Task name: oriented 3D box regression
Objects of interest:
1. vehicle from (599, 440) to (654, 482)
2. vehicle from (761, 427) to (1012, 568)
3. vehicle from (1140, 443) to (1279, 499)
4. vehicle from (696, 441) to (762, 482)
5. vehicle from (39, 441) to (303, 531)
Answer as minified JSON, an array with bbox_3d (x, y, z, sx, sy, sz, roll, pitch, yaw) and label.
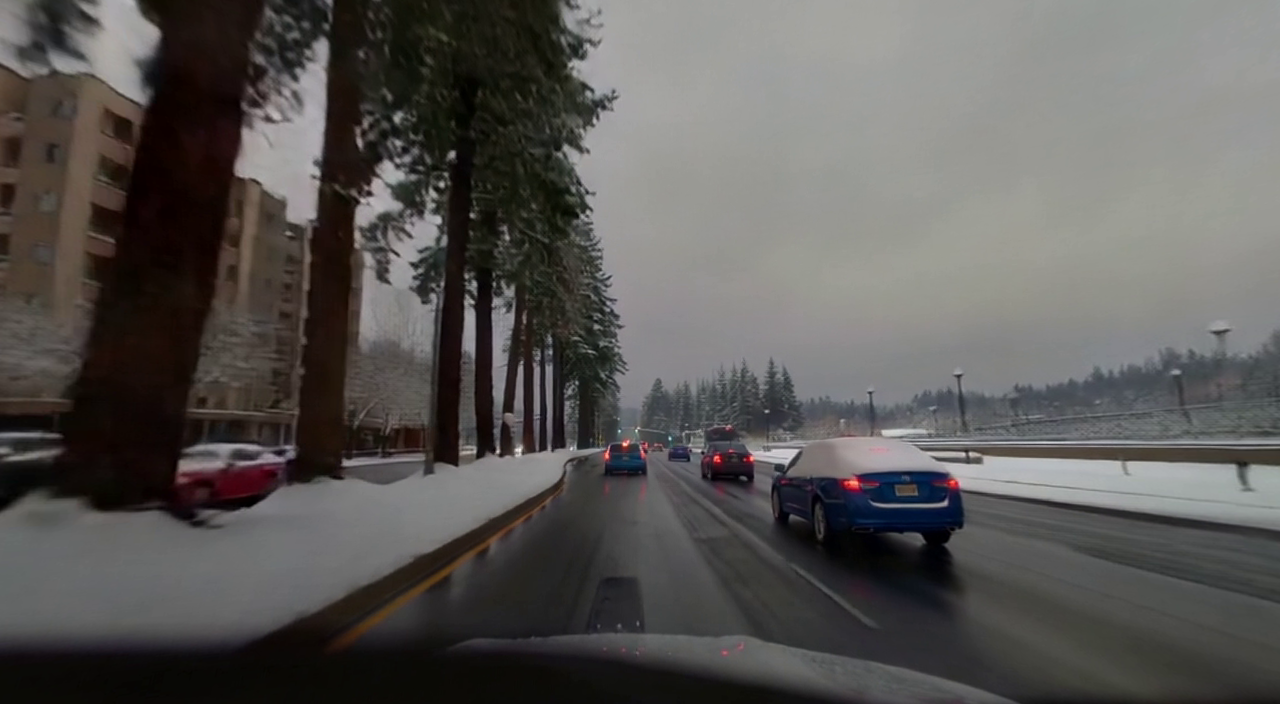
[{"bbox_3d":[-0.496,4.202,24.566,1.994,1.479,3.647,0,-9,-1],"label":"vehicle"},{"bbox_3d":[3.043,1.861,8.798,1.852,1.498,3.825,0,-9,-1],"label":"vehicle"},{"bbox_3d":[17.273,3.449,18.708,4.247,1.487,2.076,4,-10,-26],"label":"vehicle"},{"bbox_3d":[3.424,4.305,25.095,1.908,1.453,4.230,0,-9,-1],"label":"vehicle"},{"bbox_3d":[-9.038,2.583,12.813,1.943,1.483,4.439,0,-9,0],"label":"vehicle"}]
